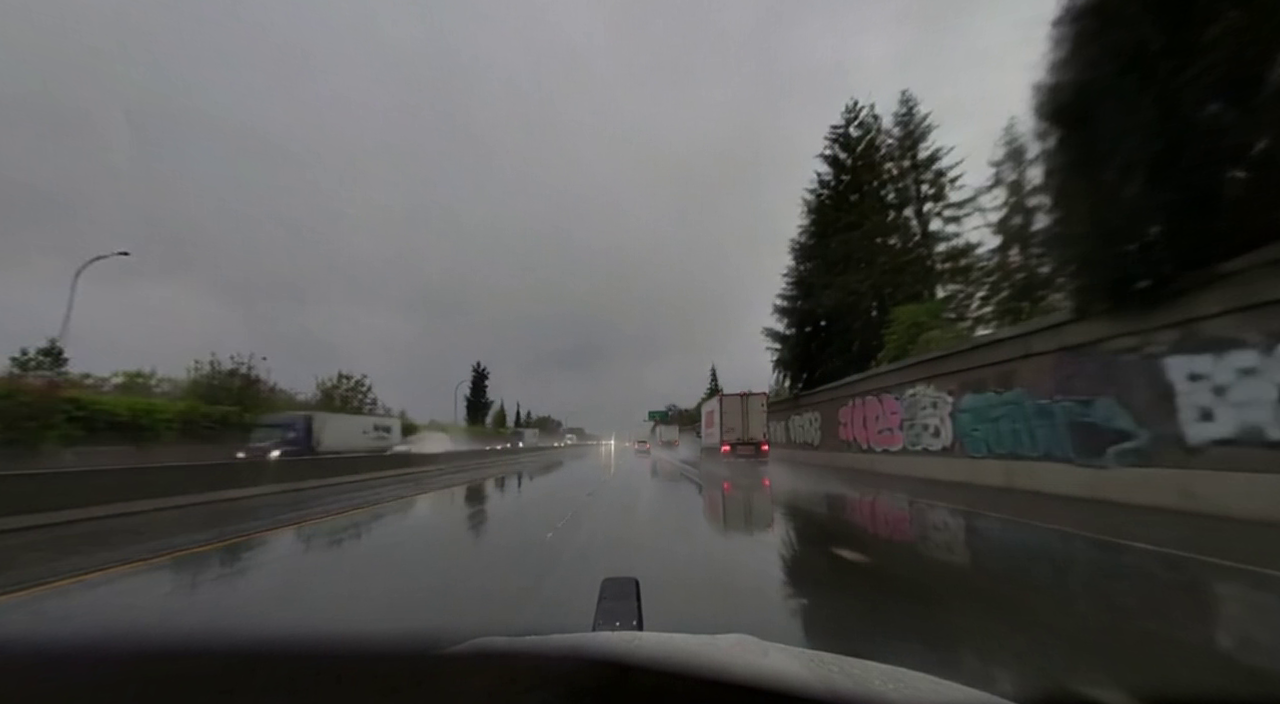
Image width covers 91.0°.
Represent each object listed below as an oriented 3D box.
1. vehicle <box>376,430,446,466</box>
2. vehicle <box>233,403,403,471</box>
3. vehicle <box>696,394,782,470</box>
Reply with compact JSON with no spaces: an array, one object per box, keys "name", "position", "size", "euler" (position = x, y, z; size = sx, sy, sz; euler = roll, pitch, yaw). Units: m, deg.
[{"name":"vehicle","position":[-12.320,5.197,34.287],"size":[2.068,1.781,4.678],"euler":[-1,-8,0]},{"name":"vehicle","position":[-20.939,5.858,43.200],"size":[2.850,3.711,17.121],"euler":[-1,-8,0]},{"name":"vehicle","position":[5.083,4.457,34.648],"size":[2.949,3.470,10.539],"euler":[-1,-8,0]}]
